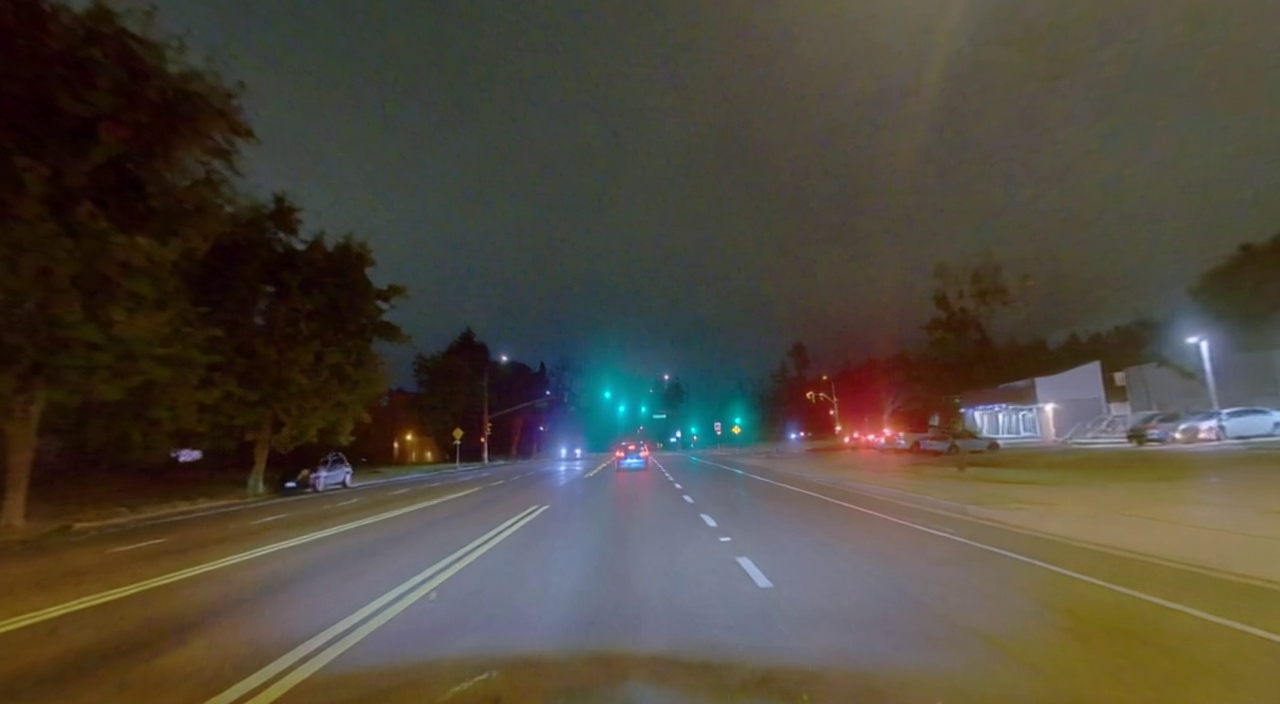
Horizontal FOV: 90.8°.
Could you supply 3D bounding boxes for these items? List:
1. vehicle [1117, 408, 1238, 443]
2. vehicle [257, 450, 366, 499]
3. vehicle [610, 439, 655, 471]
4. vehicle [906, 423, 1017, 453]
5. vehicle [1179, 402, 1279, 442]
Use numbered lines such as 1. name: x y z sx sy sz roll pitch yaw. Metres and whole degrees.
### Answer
1. vehicle: 28.277 3.912 33.337 4.532 1.545 1.940 -2 -9 -2
2. vehicle: -13.008 4.835 25.411 1.957 1.754 4.393 -1 -9 1
3. vehicle: -0.350 5.127 31.602 2.104 1.462 3.991 0 -9 0
4. vehicle: 16.740 4.520 33.054 4.658 1.495 1.978 0 -9 -1
5. vehicle: 27.532 3.177 28.349 4.736 1.646 2.037 -1 -9 0
